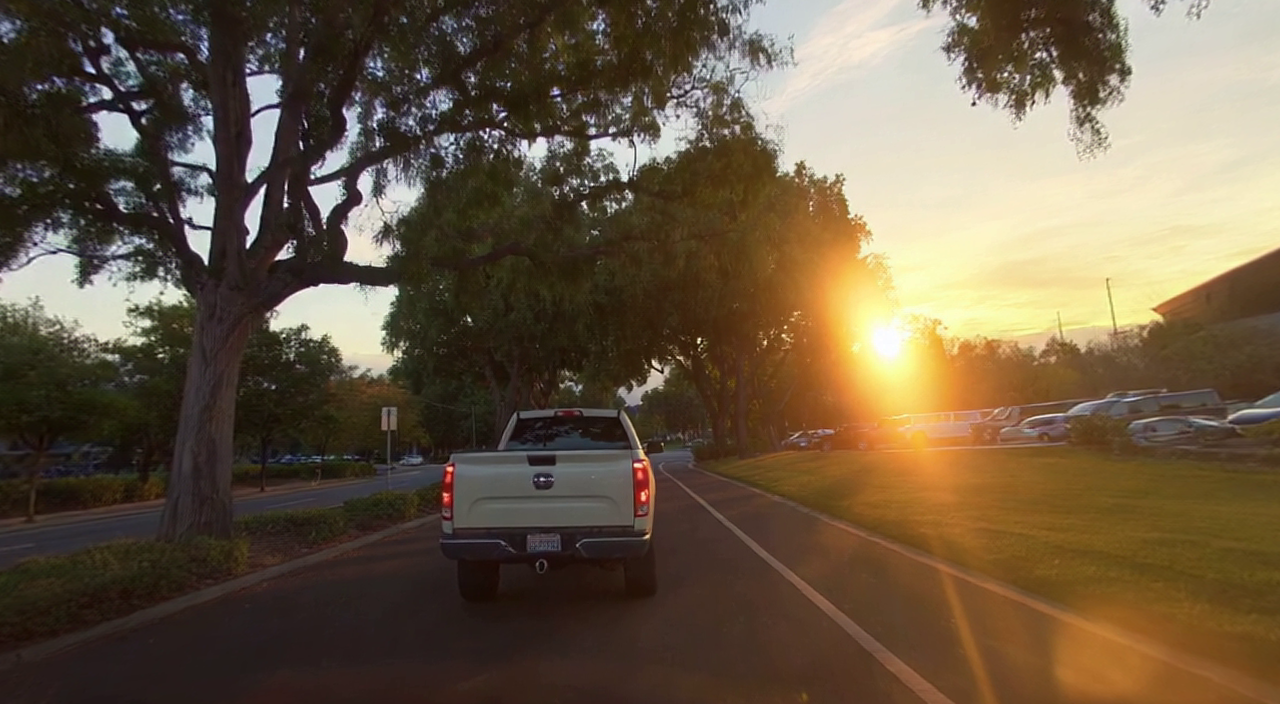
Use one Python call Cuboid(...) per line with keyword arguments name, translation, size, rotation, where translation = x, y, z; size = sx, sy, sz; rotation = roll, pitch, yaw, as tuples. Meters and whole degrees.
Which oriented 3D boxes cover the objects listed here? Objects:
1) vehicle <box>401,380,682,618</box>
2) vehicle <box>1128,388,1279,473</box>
Cuboid(name="vehicle", translation=(-0.682, 1.493, 7.453), size=(2.157, 1.816, 5.039), rotation=(0, -8, 2))
Cuboid(name="vehicle", translation=(11.879, 1.417, 11.477), size=(4.298, 1.392, 1.944), rotation=(-1, -8, 2))
